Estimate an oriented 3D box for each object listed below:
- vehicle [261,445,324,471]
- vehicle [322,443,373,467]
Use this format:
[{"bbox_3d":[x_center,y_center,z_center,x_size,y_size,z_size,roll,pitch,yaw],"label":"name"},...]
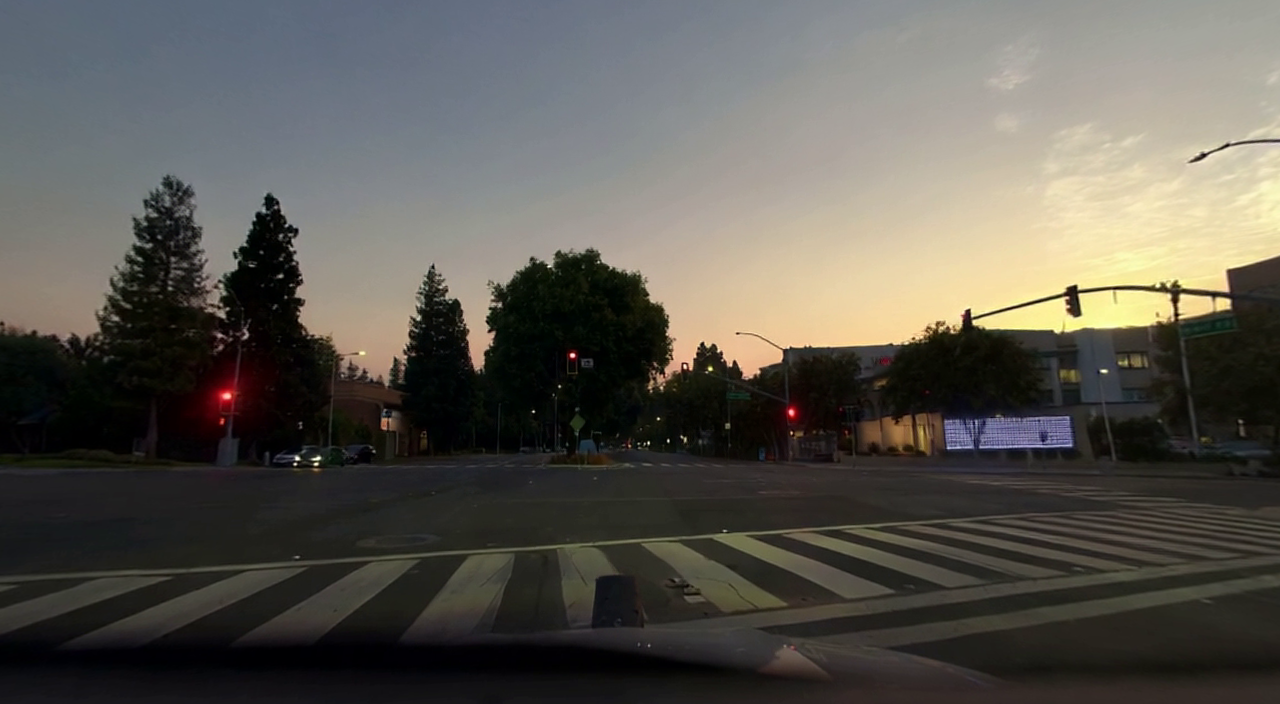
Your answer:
[{"bbox_3d":[-21.837,6.660,39.869,2.005,1.496,4.020,1,-8,-7],"label":"vehicle"},{"bbox_3d":[-22.398,7.912,48.601,2.023,1.706,4.756,1,-8,-6],"label":"vehicle"}]
